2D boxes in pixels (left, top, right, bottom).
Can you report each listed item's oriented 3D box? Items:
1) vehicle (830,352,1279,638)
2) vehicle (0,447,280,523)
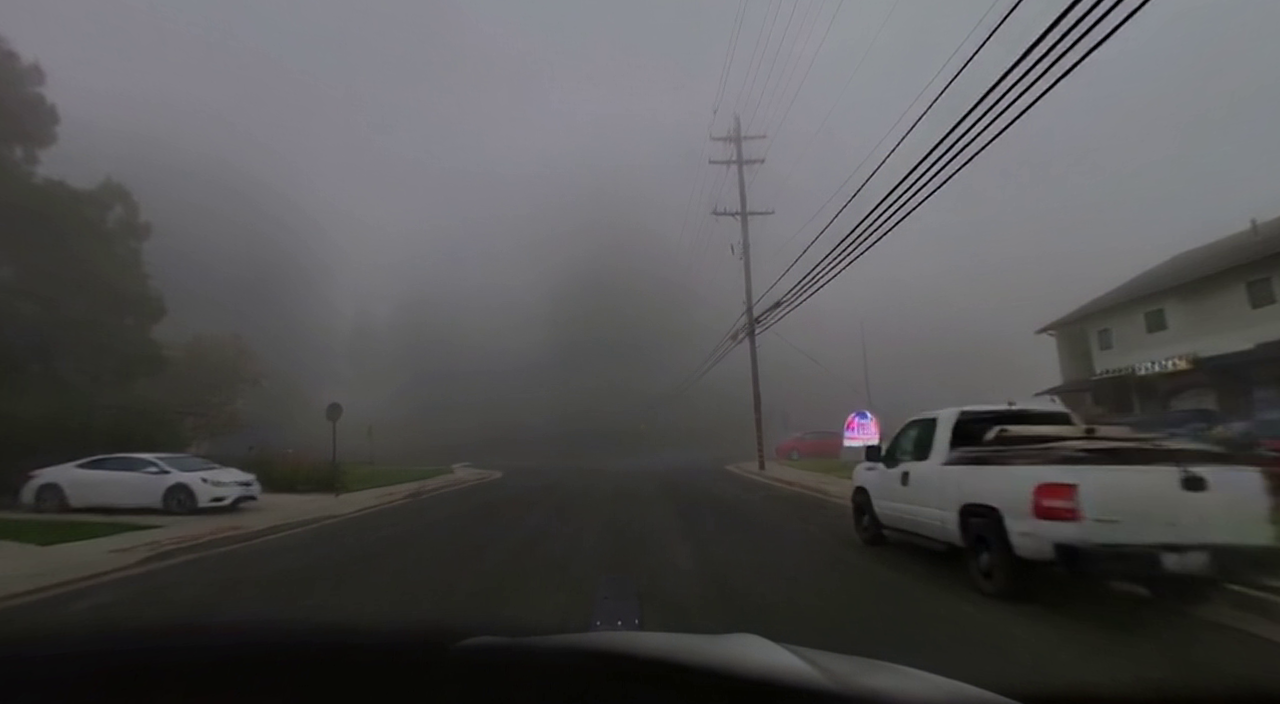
[{"bbox_3d":[4.010,1.335,6.904,2.205,1.923,5.178,0,-8,0],"label":"vehicle"},{"bbox_3d":[-11.094,2.910,14.092,4.813,1.503,1.923,0,-9,-5],"label":"vehicle"}]
